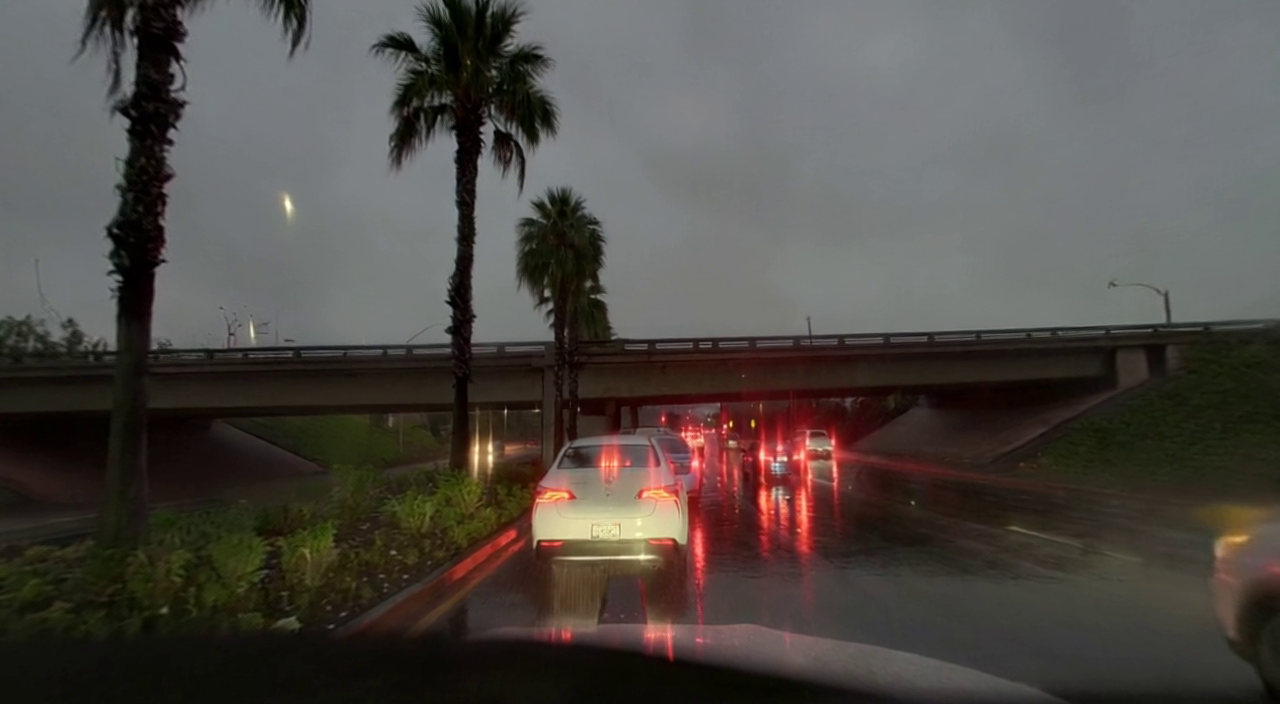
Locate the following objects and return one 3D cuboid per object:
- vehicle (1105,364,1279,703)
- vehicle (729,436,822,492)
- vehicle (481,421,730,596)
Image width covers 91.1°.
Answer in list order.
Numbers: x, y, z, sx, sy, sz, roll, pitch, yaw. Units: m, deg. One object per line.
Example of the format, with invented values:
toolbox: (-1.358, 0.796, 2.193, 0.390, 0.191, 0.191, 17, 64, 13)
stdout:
vehicle: (3.956, 0.660, 1.463, 2.149, 1.609, 4.807, 0, -9, 2)
vehicle: (4.069, 3.430, 19.703, 2.034, 1.517, 4.840, 0, -8, 2)
vehicle: (-0.239, 1.668, 7.561, 2.172, 1.506, 4.018, 0, -9, 2)
